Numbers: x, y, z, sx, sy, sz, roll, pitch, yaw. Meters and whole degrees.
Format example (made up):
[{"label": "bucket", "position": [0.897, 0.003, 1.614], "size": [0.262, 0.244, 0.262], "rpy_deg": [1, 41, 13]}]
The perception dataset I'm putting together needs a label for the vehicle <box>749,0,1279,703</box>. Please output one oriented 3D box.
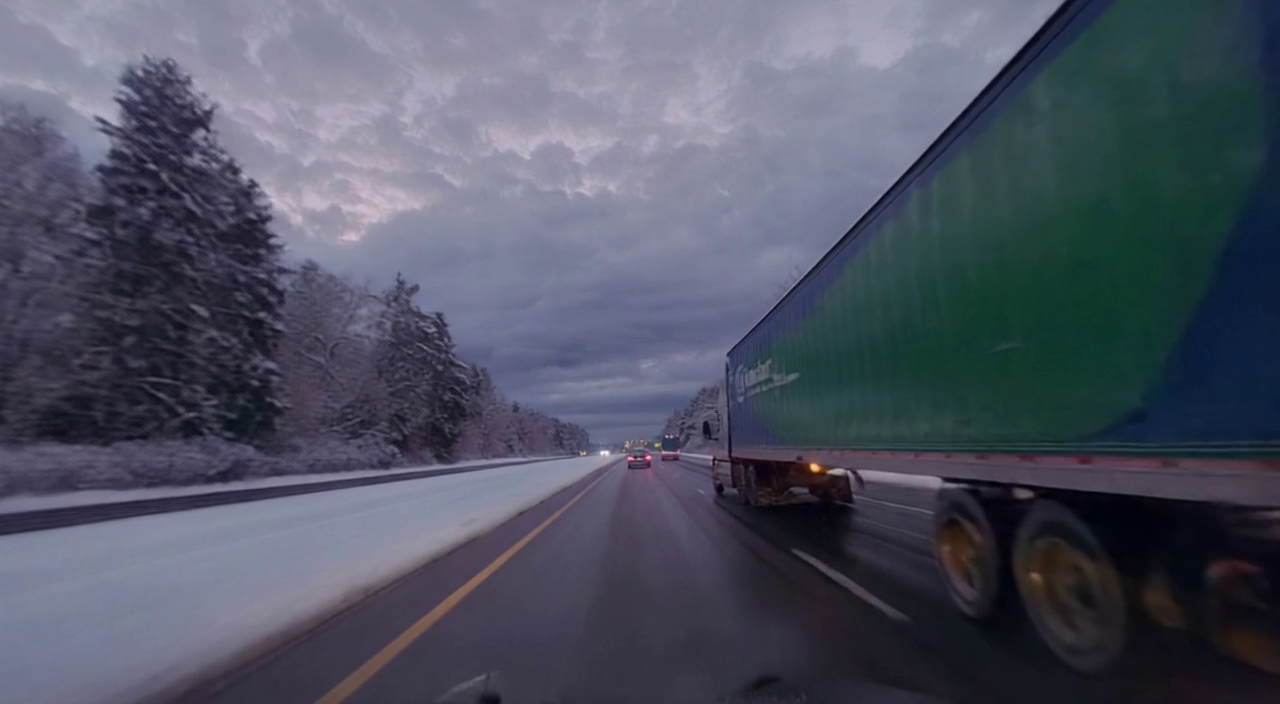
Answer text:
[{"label": "vehicle", "position": [3.861, 0.352, 6.810], "size": [3.440, 4.090, 11.380], "rpy_deg": [-1, -9, 1]}]
